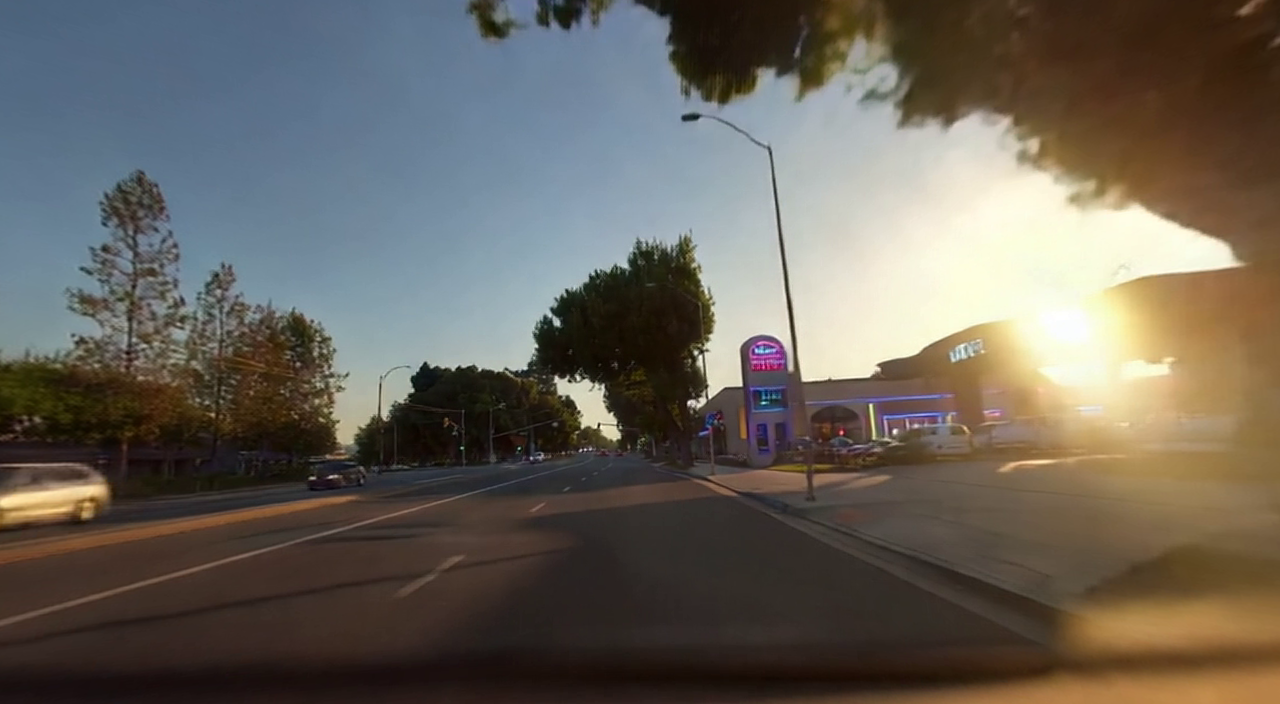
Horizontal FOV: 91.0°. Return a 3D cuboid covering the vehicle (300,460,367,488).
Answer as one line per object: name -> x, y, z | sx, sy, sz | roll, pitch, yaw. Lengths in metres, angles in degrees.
vehicle -> -18.614, 7.393, 38.418 | 1.834, 1.469, 4.496 | 0, -8, 0

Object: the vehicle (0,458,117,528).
vehicle -> -18.455, 4.081, 18.406 | 2.067, 1.806, 4.832 | 0, -8, 0
